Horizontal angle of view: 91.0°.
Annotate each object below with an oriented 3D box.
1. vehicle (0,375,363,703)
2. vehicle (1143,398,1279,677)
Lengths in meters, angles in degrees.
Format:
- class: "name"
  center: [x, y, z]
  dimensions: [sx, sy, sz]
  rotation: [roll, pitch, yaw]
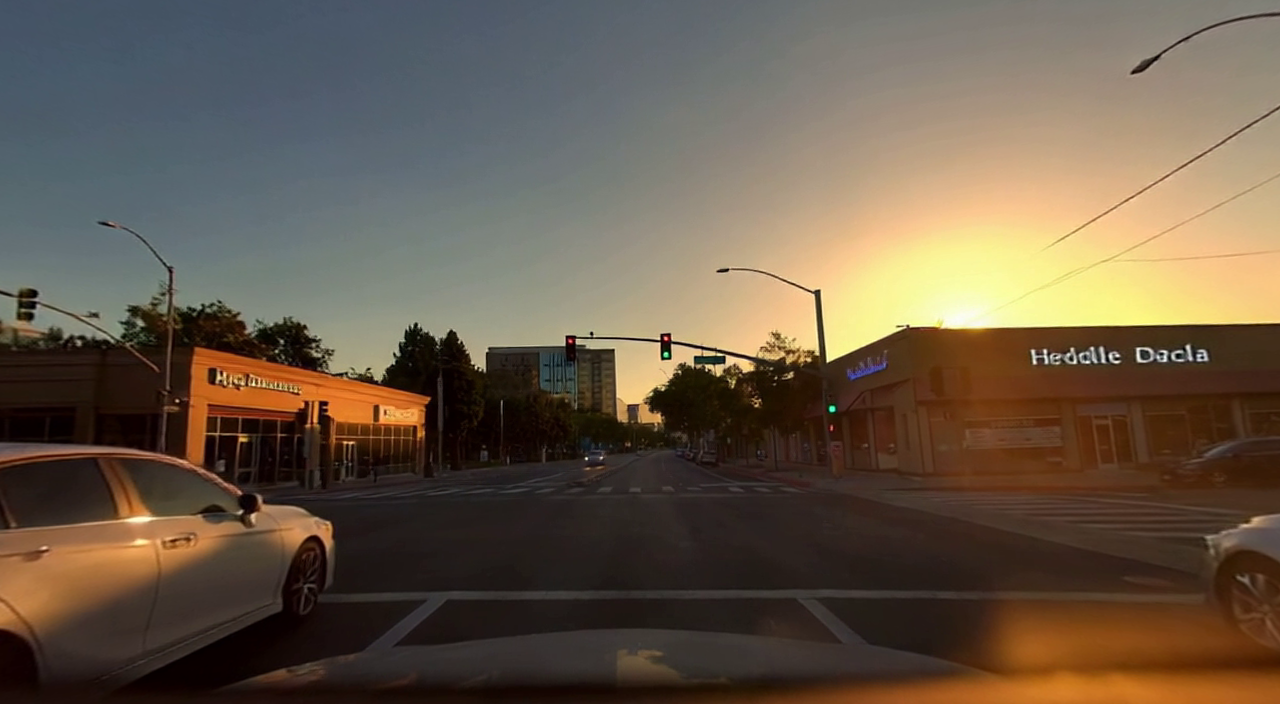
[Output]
- class: "vehicle"
  center: [-3.491, 1.054, 3.422]
  dimensions: [1.947, 1.627, 4.248]
  rotation: [0, -9, 1]
- class: "vehicle"
  center: [4.842, 0.915, 2.467]
  dimensions: [2.039, 1.655, 4.495]
  rotation: [0, -9, 1]
